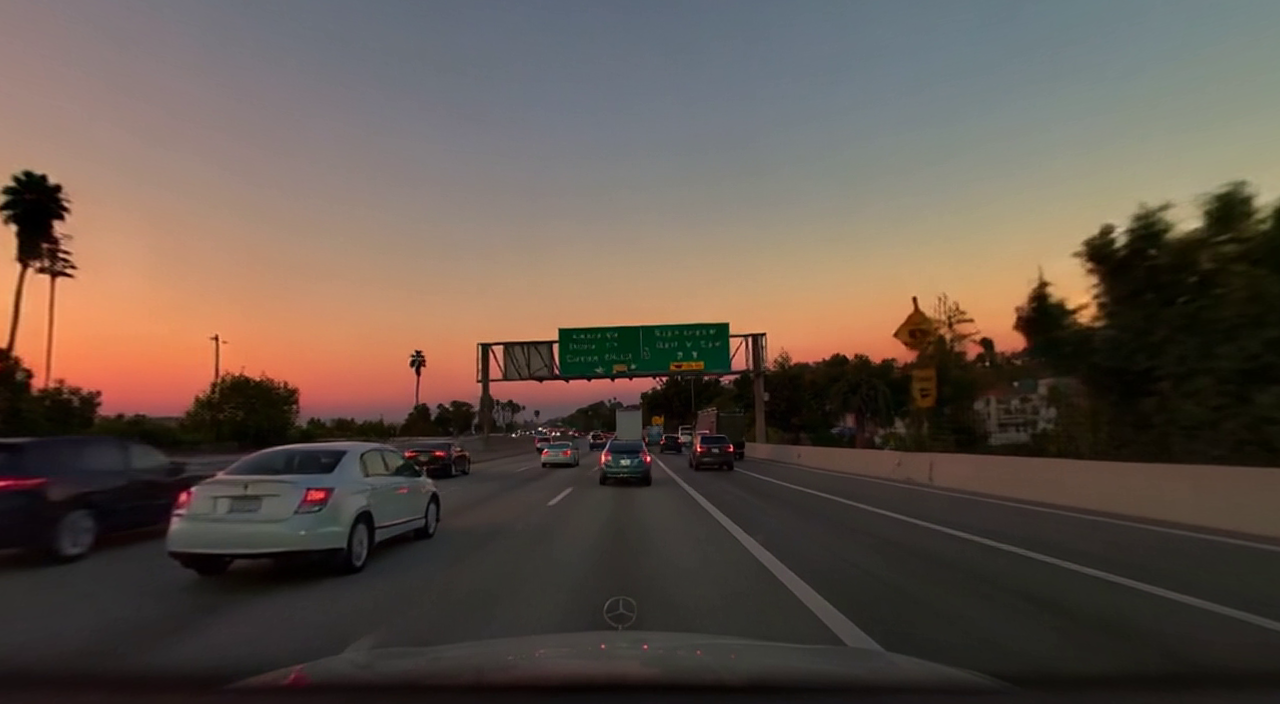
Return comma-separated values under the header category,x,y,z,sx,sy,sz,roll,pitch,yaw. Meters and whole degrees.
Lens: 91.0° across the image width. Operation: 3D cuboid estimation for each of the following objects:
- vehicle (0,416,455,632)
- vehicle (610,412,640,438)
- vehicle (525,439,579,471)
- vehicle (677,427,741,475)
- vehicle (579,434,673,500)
category,x,y,z,sx,sy,sz,roll,pitch,yaw
vehicle,-3.677,1.518,6.658,2.064,1.475,4.489,0,-8,0
vehicle,-1.174,5.679,48.484,2.206,1.803,4.569,0,-8,-1
vehicle,-4.149,4.944,30.385,1.998,1.423,4.436,0,-8,-1
vehicle,2.891,4.269,27.382,2.173,1.870,4.499,0,-8,-1
vehicle,-0.319,2.886,16.218,2.136,1.470,3.971,0,-8,0
